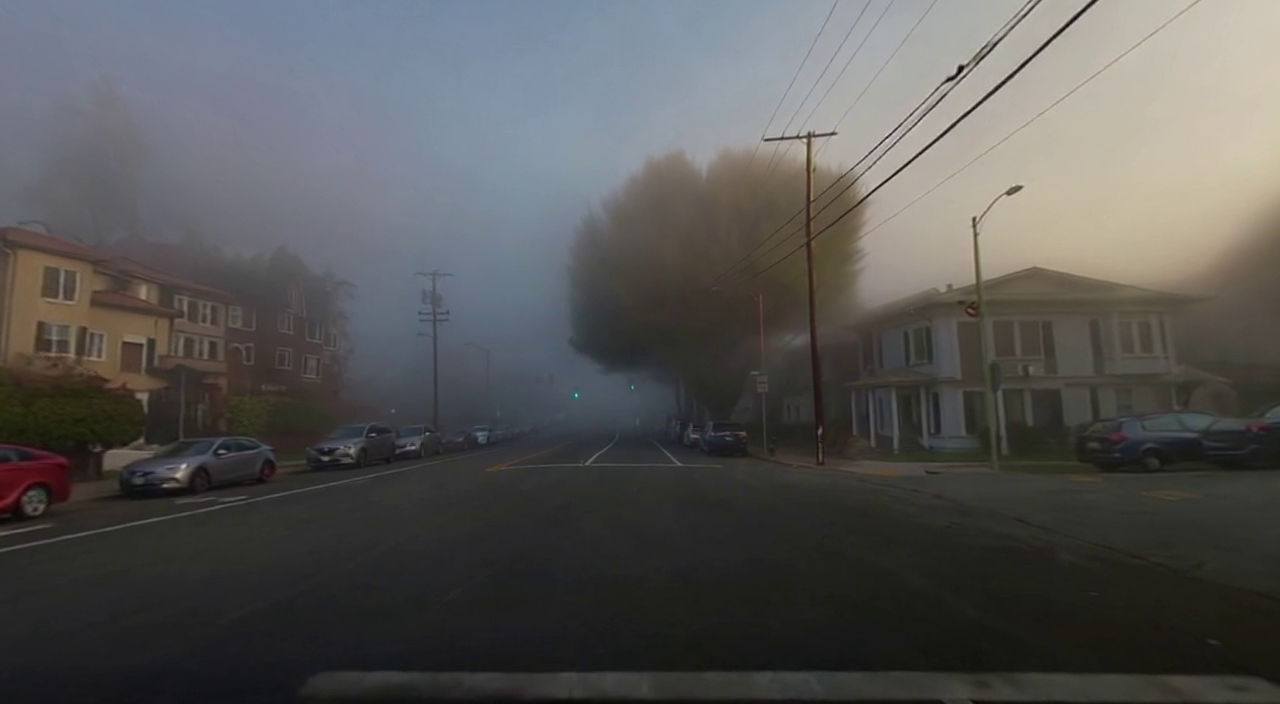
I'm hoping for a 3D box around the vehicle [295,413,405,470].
[{"bbox_3d":[-11.138,3.510,24.708,2.056,1.980,4.763,0,-8,-1],"label":"vehicle"}]

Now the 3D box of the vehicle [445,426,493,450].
[{"bbox_3d":[-11.173,5.676,41.522,2.051,1.520,4.374,0,-8,-2],"label":"vehicle"}]

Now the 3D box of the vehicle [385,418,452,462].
[{"bbox_3d":[-11.334,4.457,32.600,1.926,1.998,4.447,-4,-6,-1],"label":"vehicle"}]

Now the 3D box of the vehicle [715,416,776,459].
[{"bbox_3d":[4.367,3.642,26.758,1.867,1.680,4.176,0,-8,0],"label":"vehicle"}]

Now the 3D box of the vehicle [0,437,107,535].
[{"bbox_3d":[-11.058,2.045,9.460,1.970,1.523,4.702,-1,-8,1],"label":"vehicle"}]

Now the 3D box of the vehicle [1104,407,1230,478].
[{"bbox_3d":[13.698,2.271,16.413,2.122,1.474,4.313,-9,-8,41],"label":"vehicle"}]

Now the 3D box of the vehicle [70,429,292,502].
[{"bbox_3d":[-11.153,2.776,15.927,2.082,1.540,4.654,0,-8,0],"label":"vehicle"}]
